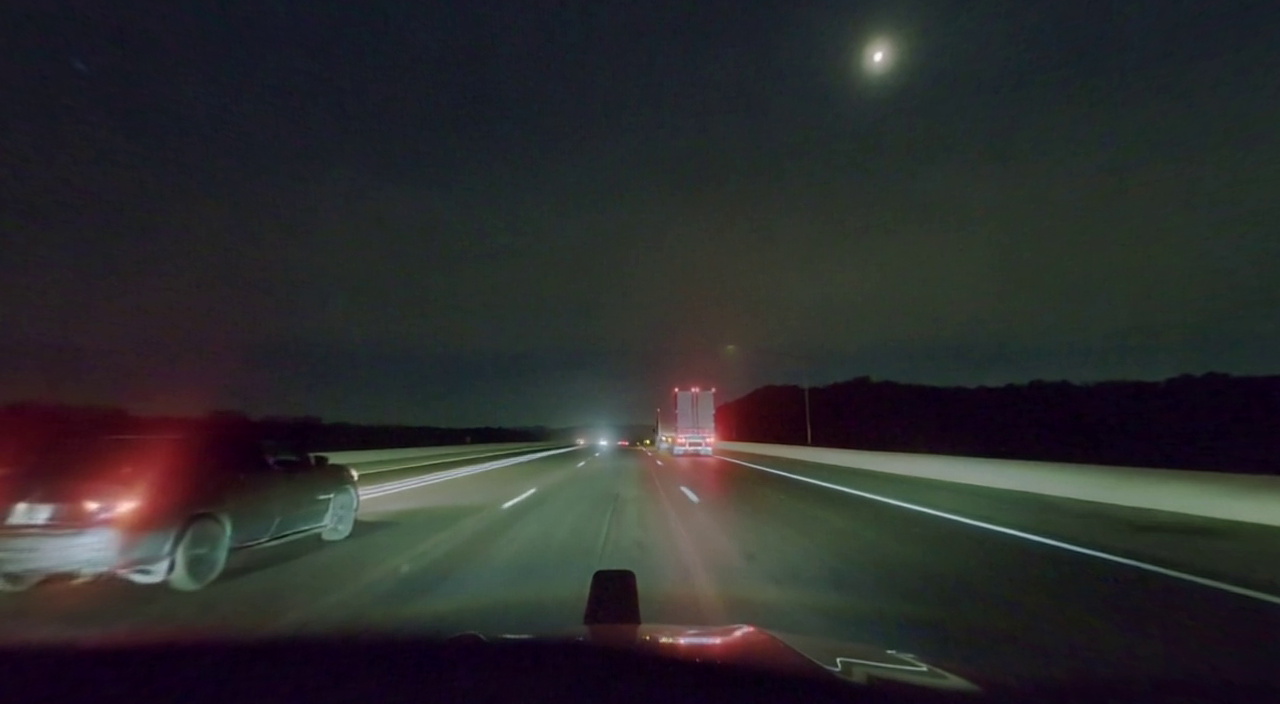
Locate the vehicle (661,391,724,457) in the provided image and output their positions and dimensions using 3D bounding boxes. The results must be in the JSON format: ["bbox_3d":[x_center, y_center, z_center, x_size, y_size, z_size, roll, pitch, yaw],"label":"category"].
[{"bbox_3d":[3.607,5.777,48.688,3.144,4.168,17.594,0,-8,-1],"label":"vehicle"}]

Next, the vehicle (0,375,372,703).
[{"bbox_3d":[-4.088,1.187,5.057,2.044,1.604,4.144,0,-8,0],"label":"vehicle"}]
